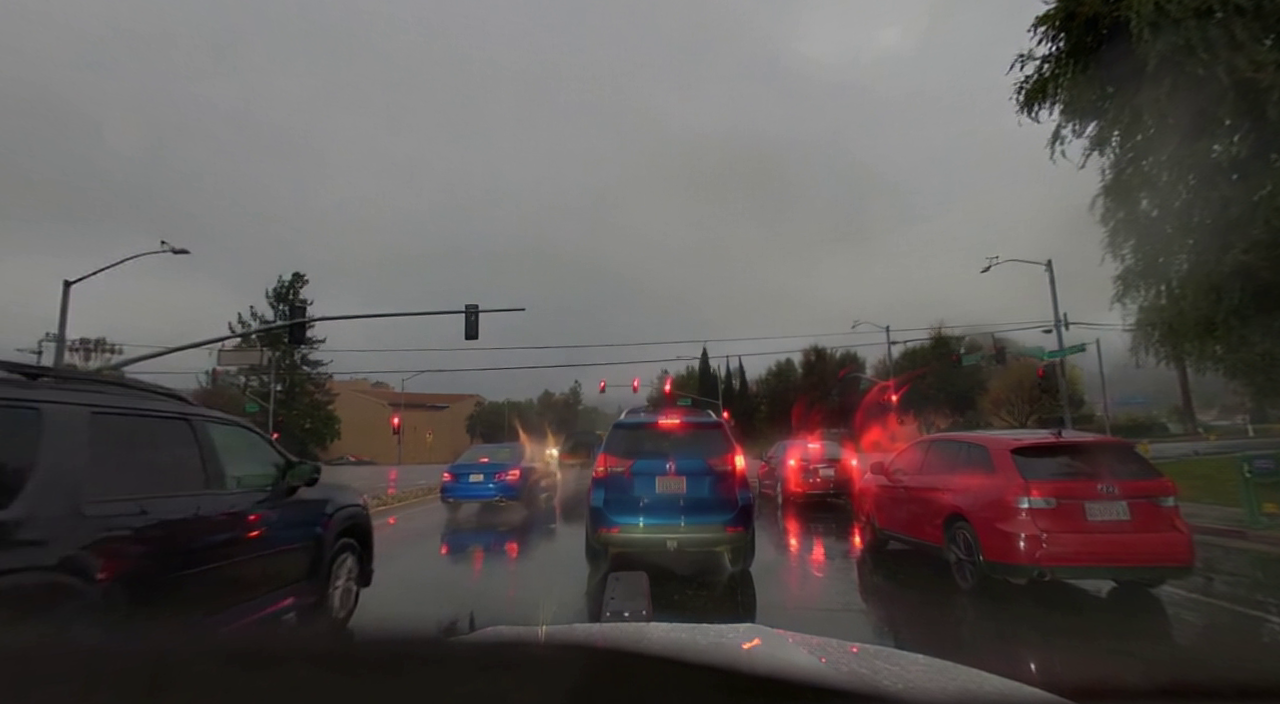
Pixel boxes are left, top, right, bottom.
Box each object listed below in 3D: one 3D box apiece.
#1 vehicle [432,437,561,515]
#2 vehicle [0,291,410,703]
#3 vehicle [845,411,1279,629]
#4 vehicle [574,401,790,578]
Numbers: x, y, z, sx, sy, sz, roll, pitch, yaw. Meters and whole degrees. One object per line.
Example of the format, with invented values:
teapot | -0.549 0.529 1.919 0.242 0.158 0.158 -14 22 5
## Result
vehicle | -3.037 2.713 14.343 1.876 1.497 4.308 0 -8 1
vehicle | -3.115 0.881 3.142 2.054 1.814 4.941 0 -8 0
vehicle | 3.900 1.538 6.735 1.954 1.592 3.992 0 -8 -2
vehicle | 0.417 1.704 8.587 2.172 1.764 4.338 0 -8 0
